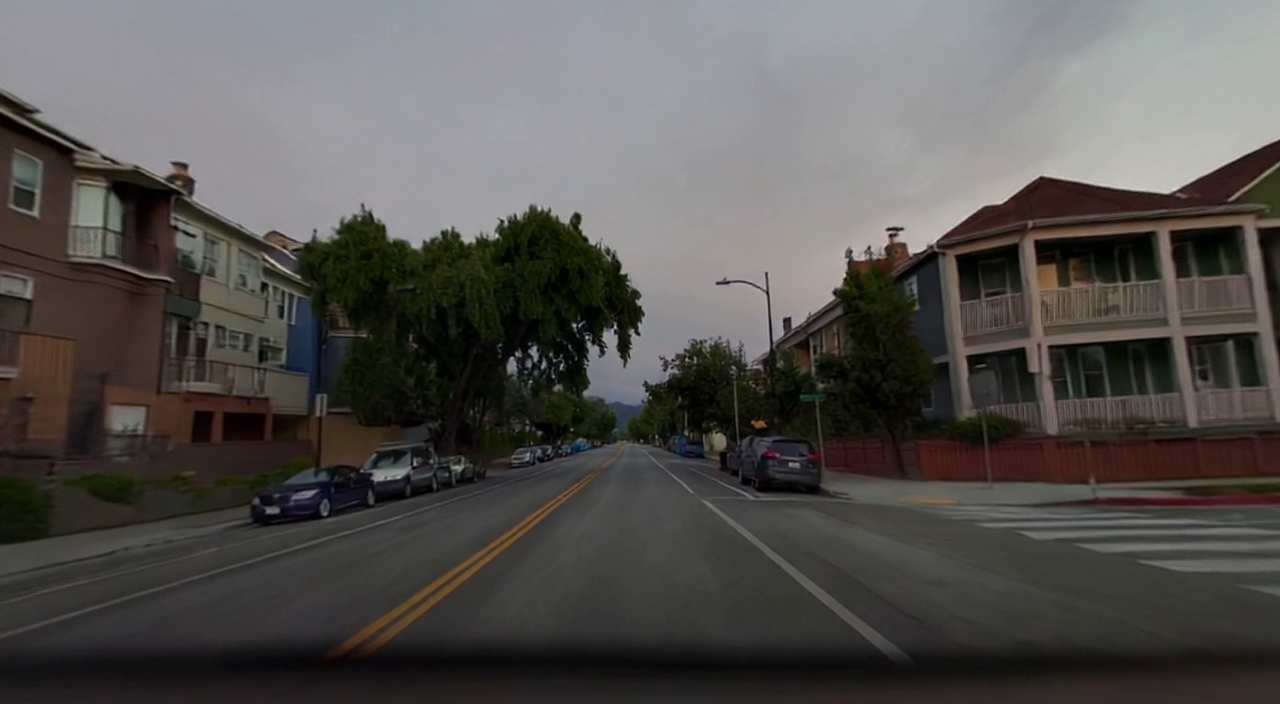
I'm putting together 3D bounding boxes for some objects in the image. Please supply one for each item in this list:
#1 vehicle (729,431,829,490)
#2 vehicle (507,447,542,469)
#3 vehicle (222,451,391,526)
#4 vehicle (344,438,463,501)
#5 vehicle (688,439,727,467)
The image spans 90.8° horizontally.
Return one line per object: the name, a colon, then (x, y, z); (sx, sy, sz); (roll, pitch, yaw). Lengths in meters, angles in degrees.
vehicle: (4.305, 3.445, 20.364); (2.034, 1.674, 4.271); (0, -8, -3)
vehicle: (-8.307, 7.640, 45.654); (1.852, 1.482, 3.916); (-1, -9, -2)
vehicle: (-8.061, 3.286, 15.844); (1.967, 1.517, 4.360); (0, -8, -2)
vehicle: (-7.906, 3.978, 21.796); (2.283, 1.853, 4.903); (-1, -9, -1)
vehicle: (4.018, 6.052, 38.020); (1.845, 1.556, 3.929); (0, -8, -1)
